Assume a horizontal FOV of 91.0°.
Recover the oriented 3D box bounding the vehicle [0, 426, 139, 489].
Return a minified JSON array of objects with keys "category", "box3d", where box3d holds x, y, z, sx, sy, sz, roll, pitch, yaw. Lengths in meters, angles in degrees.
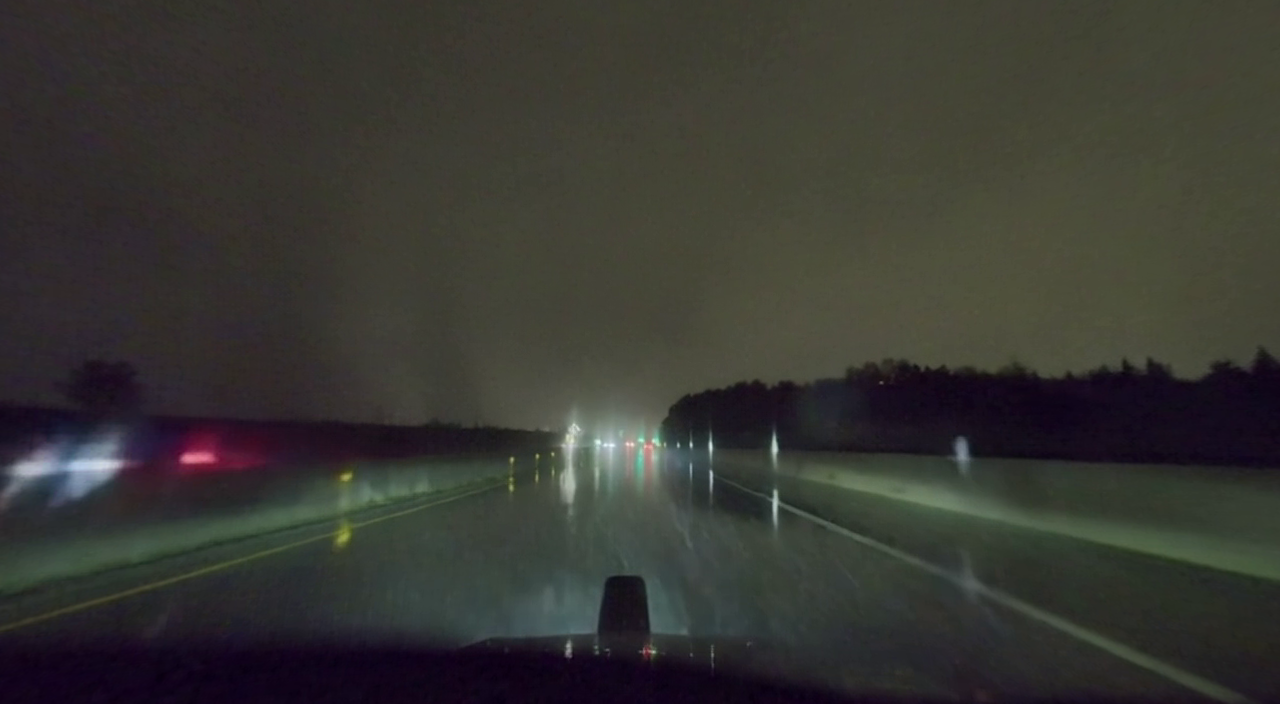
[{"category":"vehicle","box3d":[-15.343,2.711,16.428,1.650,1.455,3.511,0,-8,-1]}]
